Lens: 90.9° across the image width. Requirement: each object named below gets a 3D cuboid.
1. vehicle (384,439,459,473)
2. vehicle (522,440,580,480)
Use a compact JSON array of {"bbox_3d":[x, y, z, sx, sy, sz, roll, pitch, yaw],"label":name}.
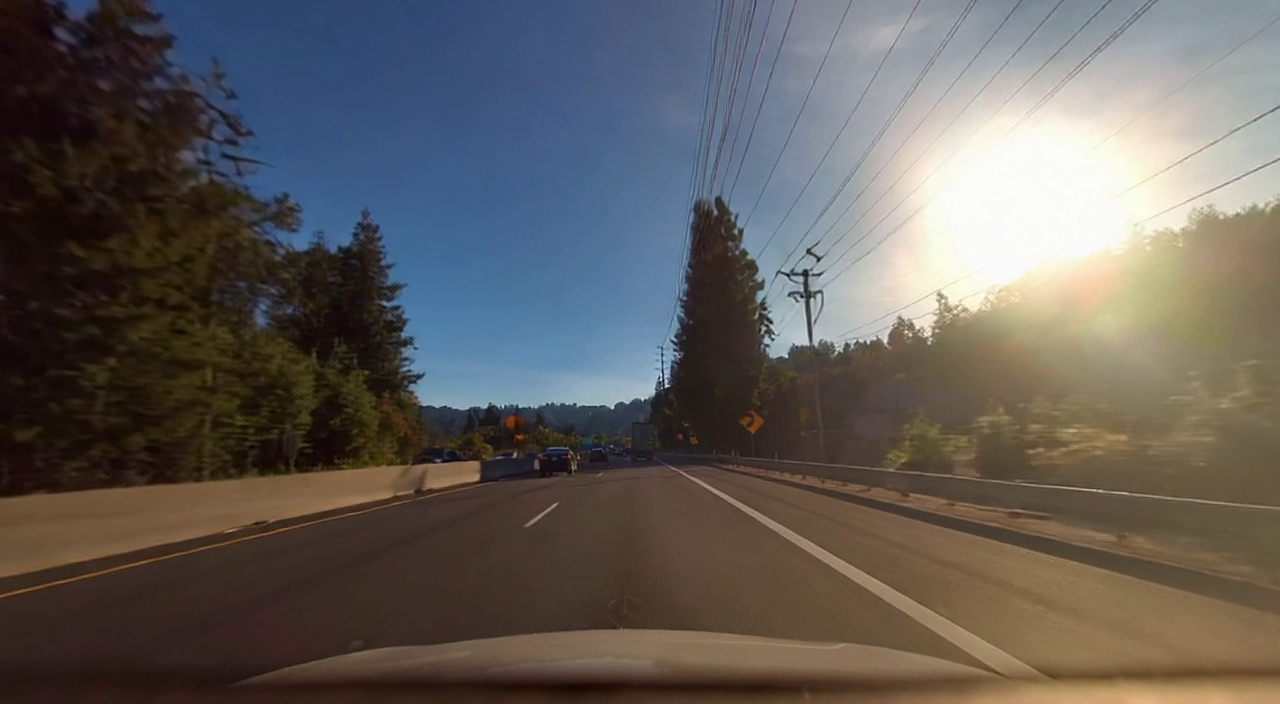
[{"bbox_3d":[-11.798,5.663,34.411,2.228,1.677,5.206,0,-9,0],"label":"vehicle"},{"bbox_3d":[-4.053,5.006,29.538,2.111,1.735,4.066,0,-9,0],"label":"vehicle"}]
